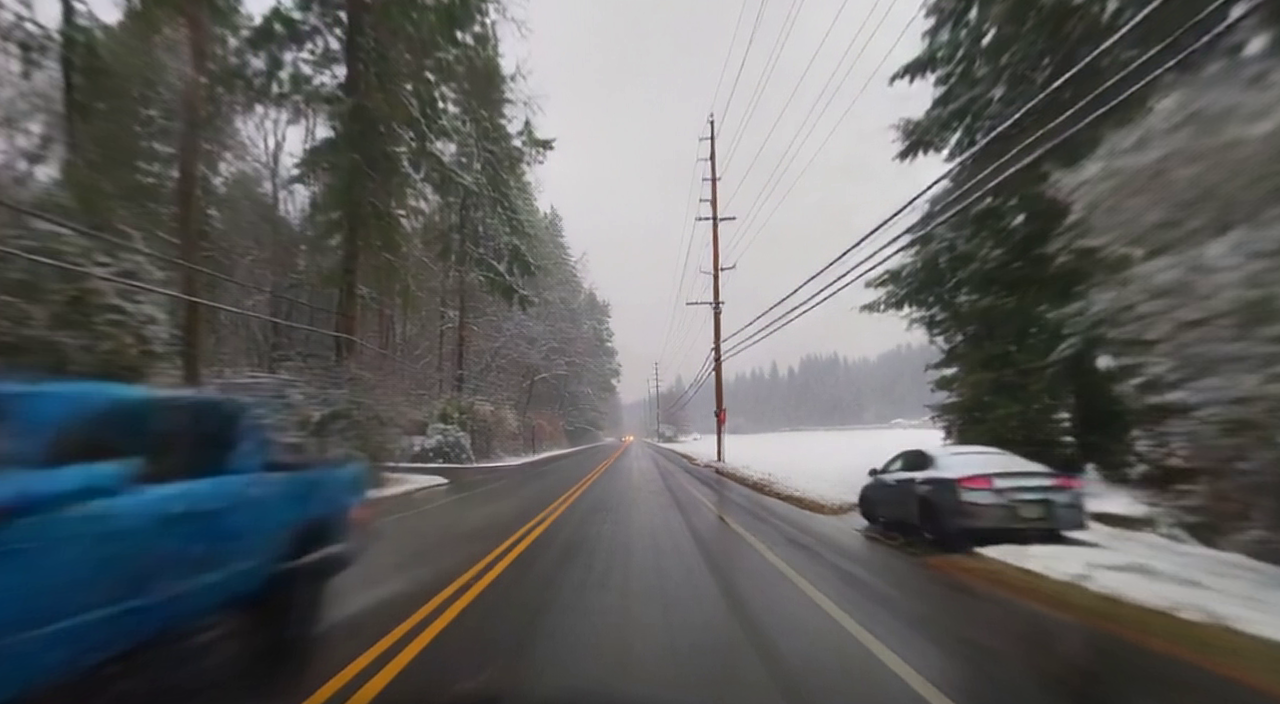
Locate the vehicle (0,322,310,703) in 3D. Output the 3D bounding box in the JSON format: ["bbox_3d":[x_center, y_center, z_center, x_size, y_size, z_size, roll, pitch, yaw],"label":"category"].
[{"bbox_3d":[-3.231,0.733,1.957,2.023,1.722,4.372,0,-8,0],"label":"vehicle"}]

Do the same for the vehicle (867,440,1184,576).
[{"bbox_3d":[5.036,2.047,9.162,1.905,1.482,4.240,0,-9,0],"label":"vehicle"}]
